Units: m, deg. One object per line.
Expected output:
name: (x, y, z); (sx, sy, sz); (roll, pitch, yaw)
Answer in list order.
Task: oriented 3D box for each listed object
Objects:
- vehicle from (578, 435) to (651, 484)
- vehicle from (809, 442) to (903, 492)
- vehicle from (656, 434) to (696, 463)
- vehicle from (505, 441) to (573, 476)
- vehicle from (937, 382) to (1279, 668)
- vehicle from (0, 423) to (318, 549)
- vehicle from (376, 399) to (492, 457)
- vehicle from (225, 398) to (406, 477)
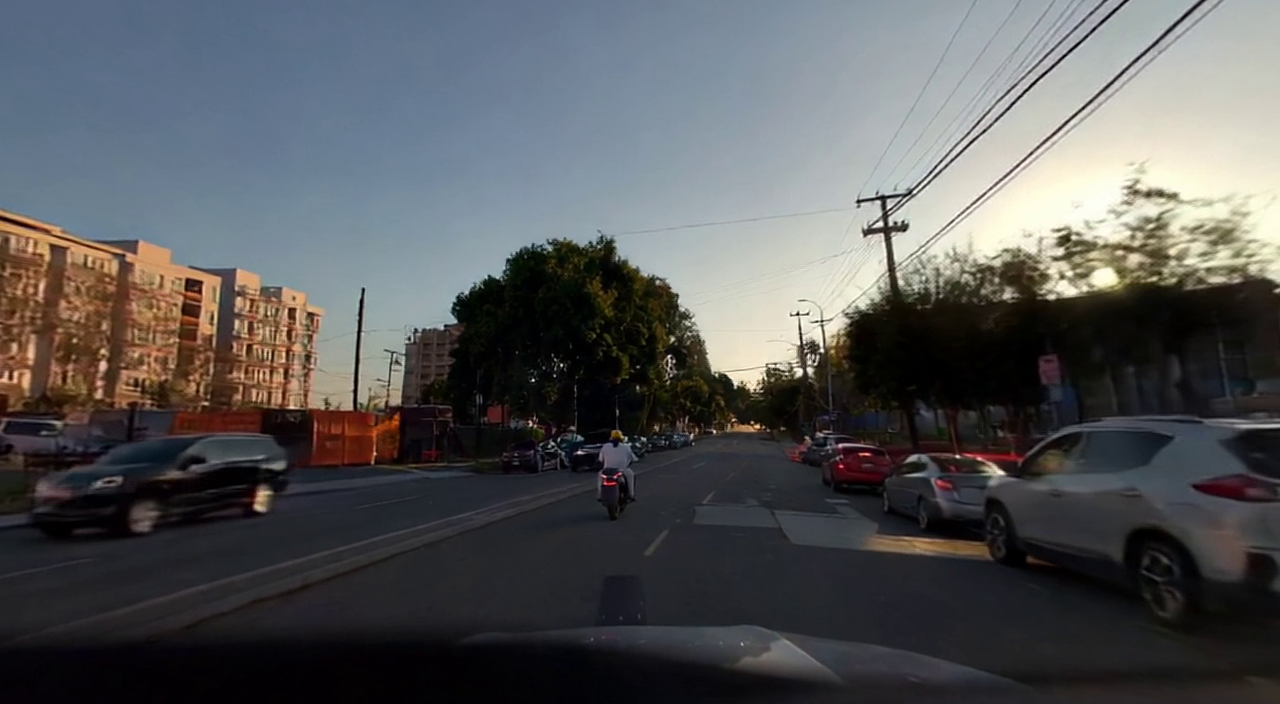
vehicle: (-0.805, 3.852, 23.011); (1.925, 1.602, 4.090); (-1, -8, 8)
vehicle: (6.987, 3.720, 20.925); (1.973, 1.457, 4.522); (-1, -8, 7)
vehicle: (2.625, 6.828, 44.757); (2.295, 1.929, 5.498); (-1, -8, 9)
vehicle: (-4.697, 5.046, 30.157); (2.105, 1.509, 4.753); (-1, -9, 4)
vehicle: (5.360, 1.477, 6.637); (2.387, 1.820, 5.286); (-1, -8, 6)
vehicle: (-8.209, 2.254, 11.431); (2.053, 1.771, 4.684); (0, -8, 3)
vehicle: (-13.080, 5.107, 41.399); (2.996, 3.170, 10.153); (-4, -9, 8)
vehicle: (-14.763, 4.101, 30.016); (2.990, 3.144, 9.080); (-1, -8, 6)
